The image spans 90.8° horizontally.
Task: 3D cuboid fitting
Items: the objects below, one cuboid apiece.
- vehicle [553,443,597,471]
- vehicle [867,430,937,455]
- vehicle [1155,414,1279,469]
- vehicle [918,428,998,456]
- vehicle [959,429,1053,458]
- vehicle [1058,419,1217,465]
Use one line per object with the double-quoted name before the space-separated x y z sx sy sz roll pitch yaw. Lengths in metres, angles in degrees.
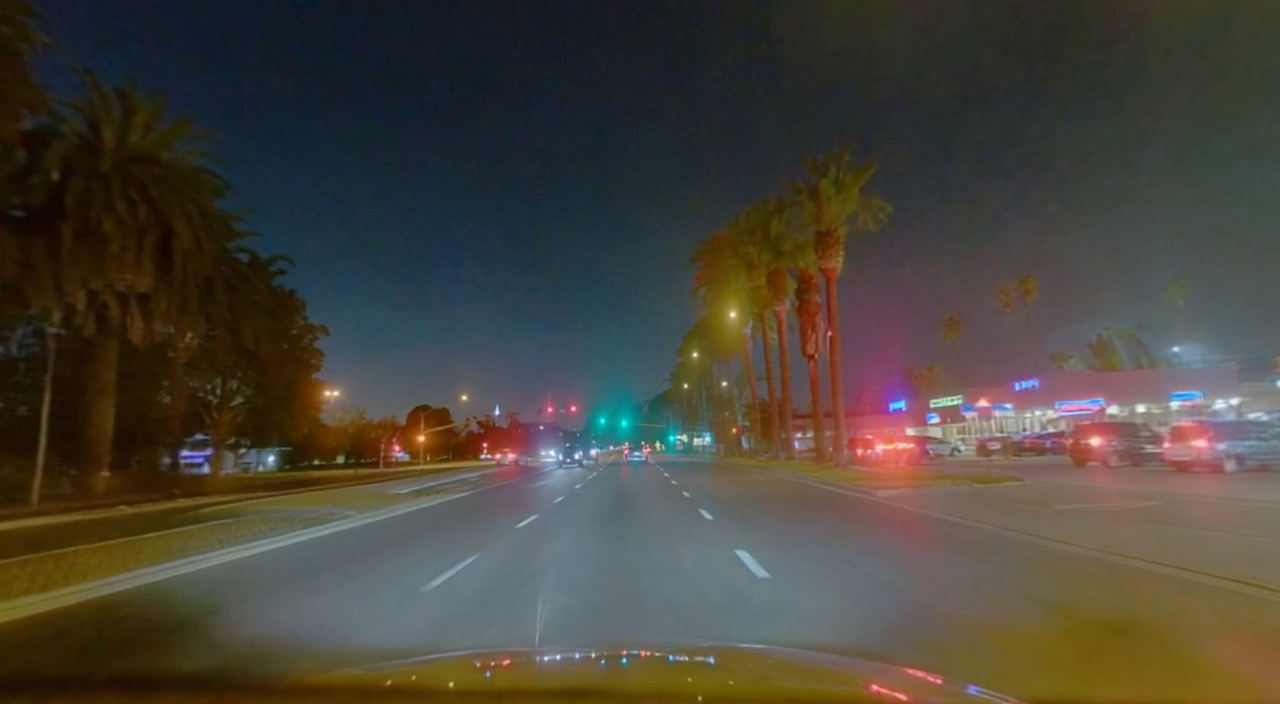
"vehicle" -3.770 6.150 37.182 2.181 1.483 4.123 0 -9 -1
"vehicle" 20.518 7.123 49.501 4.753 1.809 2.016 -6 -9 30
"vehicle" 20.692 3.033 21.397 4.548 1.741 1.971 -5 -10 26
"vehicle" 21.527 6.134 42.920 4.600 1.677 1.980 -6 -11 26
"vehicle" 21.263 5.386 36.894 4.505 1.584 2.015 -5 -10 27
"vehicle" 21.217 3.907 27.259 4.764 1.846 2.370 -4 -9 21
